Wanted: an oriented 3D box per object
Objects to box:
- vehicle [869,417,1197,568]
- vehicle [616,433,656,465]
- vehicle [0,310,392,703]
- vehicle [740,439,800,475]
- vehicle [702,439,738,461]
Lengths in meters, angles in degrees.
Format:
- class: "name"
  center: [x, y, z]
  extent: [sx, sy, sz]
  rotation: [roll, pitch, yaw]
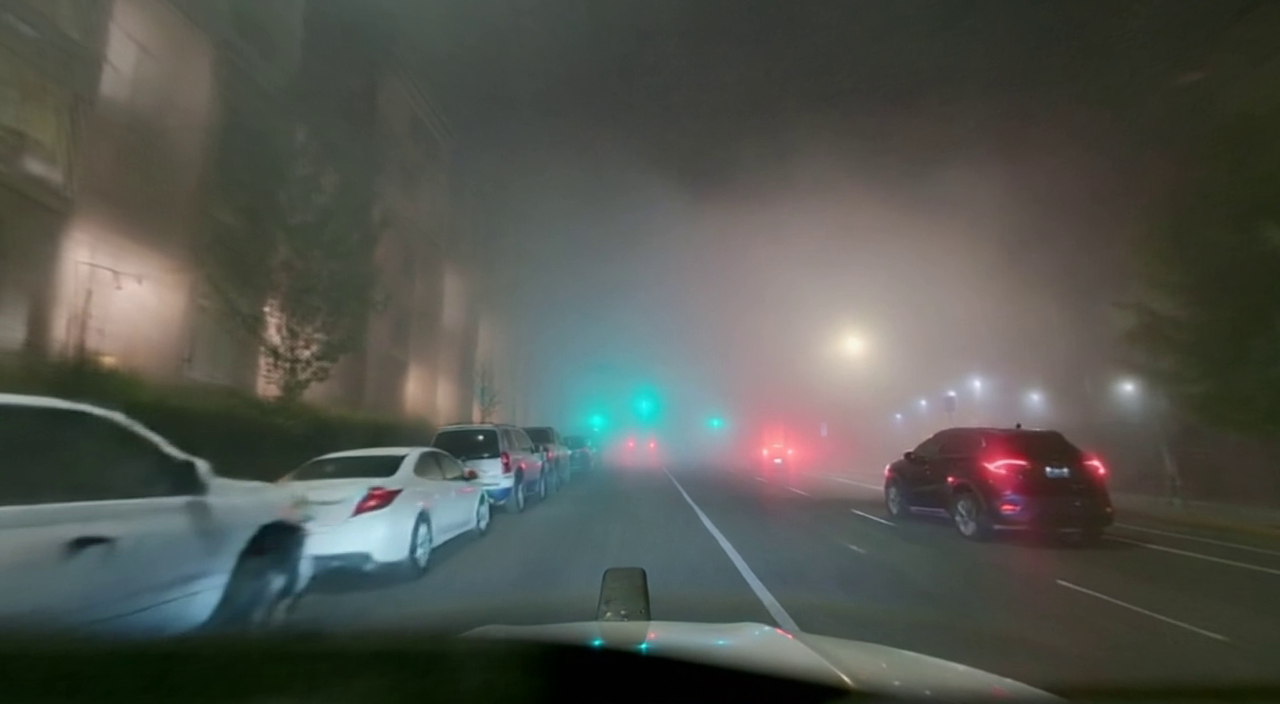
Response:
- class: "vehicle"
  center: [4.987, 1.816, 8.895]
  extent: [1.891, 1.599, 4.173]
  rotation: [0, -8, 0]
- class: "vehicle"
  center: [-0.199, 5.458, 35.498]
  extent: [2.122, 1.689, 3.885]
  rotation: [0, -8, 0]
- class: "vehicle"
  center: [-3.004, 0.800, 2.402]
  extent: [2.143, 1.687, 4.602]
  rotation: [0, -8, 1]
- class: "vehicle"
  center: [5.529, 4.509, 27.283]
  extent: [1.799, 1.463, 3.464]
  rotation: [0, -8, -1]
- class: "vehicle"
  center: [5.650, 6.968, 44.899]
  extent: [1.917, 1.467, 4.452]
  rotation: [0, -8, -1]
